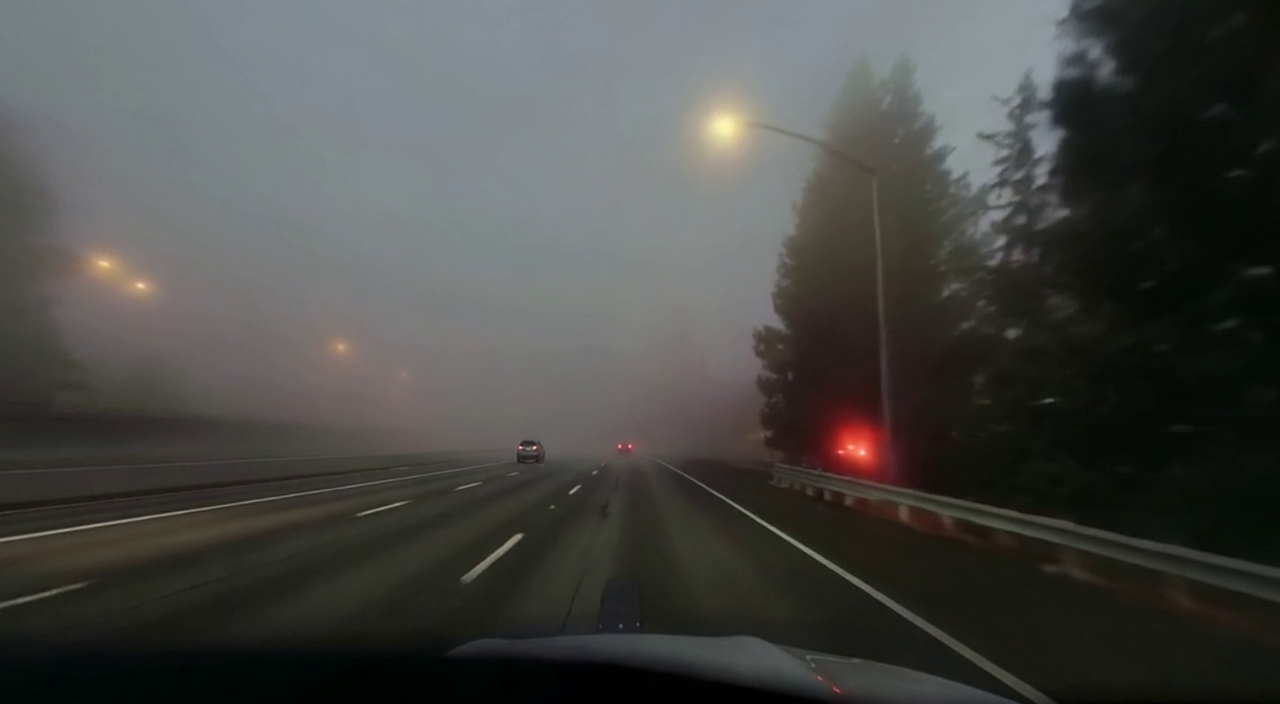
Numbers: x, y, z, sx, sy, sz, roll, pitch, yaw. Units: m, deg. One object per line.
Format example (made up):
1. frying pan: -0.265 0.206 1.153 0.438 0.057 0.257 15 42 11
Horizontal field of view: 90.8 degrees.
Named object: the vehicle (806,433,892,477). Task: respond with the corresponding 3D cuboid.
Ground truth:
1. vehicle: 9.323 4.616 28.531 2.023 1.782 4.193 1 -9 -7
